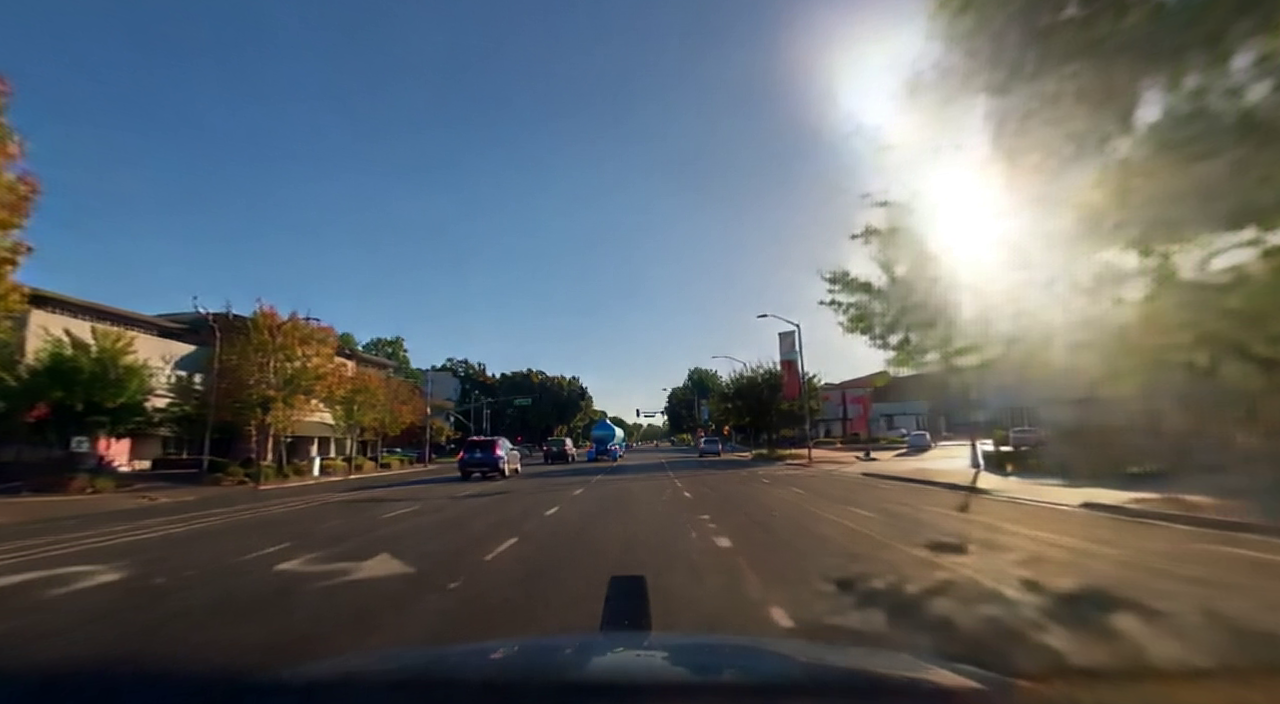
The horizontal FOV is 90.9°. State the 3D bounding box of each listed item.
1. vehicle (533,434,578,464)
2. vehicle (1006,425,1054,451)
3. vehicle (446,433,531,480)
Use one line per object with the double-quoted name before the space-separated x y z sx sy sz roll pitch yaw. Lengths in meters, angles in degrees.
"vehicle" -5.979 6.969 45.364 2.375 1.989 5.497 0 -8 1
"vehicle" 23.758 5.252 38.328 1.924 1.467 4.572 -6 -11 37
"vehicle" -6.049 4.236 25.782 2.179 1.750 4.621 0 -8 2
